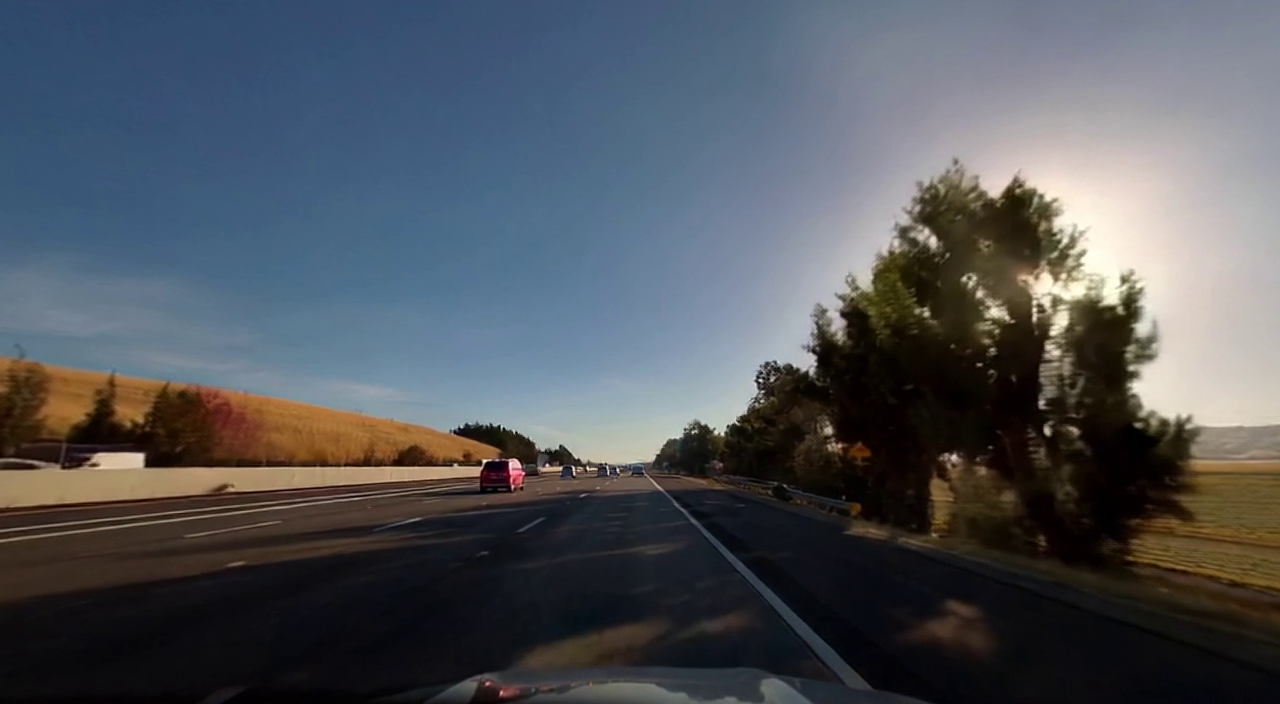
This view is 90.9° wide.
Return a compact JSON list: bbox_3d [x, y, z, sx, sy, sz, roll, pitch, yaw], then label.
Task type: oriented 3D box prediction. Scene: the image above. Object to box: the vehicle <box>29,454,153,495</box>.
[{"bbox_3d":[-28.815,6.432,33.353,2.094,1.949,5.012,1,-10,-3],"label":"vehicle"}]
